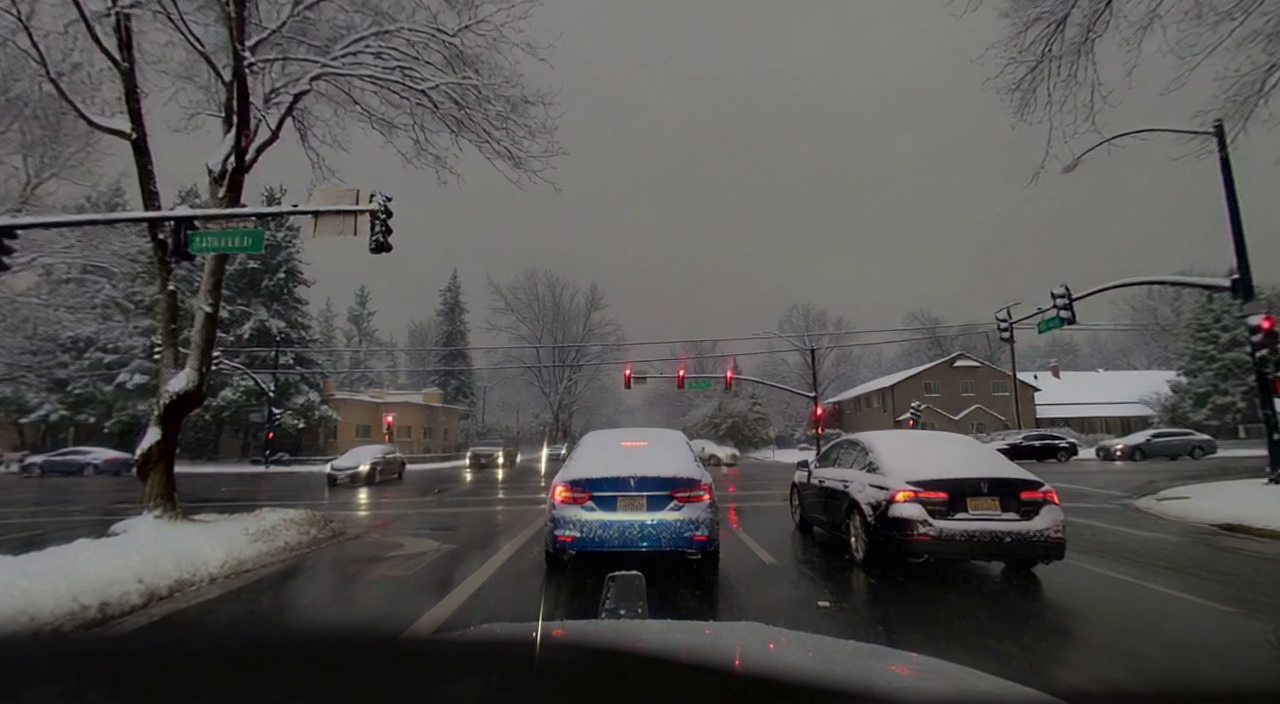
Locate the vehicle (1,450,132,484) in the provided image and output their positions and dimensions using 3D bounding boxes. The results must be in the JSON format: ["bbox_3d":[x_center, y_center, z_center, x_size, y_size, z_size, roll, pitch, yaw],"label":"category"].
[{"bbox_3d":[-28.113,5.610,31.055,4.538,1.591,1.949,0,-8,1],"label":"vehicle"}]

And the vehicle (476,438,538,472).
[{"bbox_3d":[-7.421,5.787,35.779,2.383,1.779,4.973,0,-8,1],"label":"vehicle"}]

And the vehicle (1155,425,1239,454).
[{"bbox_3d":[41.712,6.579,47.343,4.388,2.079,1.960,0,-8,-2],"label":"vehicle"}]

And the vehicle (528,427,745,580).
[{"bbox_3d":[-0.054,1.783,8.254,2.103,1.478,4.073,0,-8,-1],"label":"vehicle"}]

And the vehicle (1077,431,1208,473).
[{"bbox_3d":[23.992,4.773,30.299,4.520,1.762,2.005,-2,-8,-1],"label":"vehicle"}]

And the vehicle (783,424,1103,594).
[{"bbox_3d":[3.187,1.715,7.771,1.913,1.505,4.097,0,-8,0],"label":"vehicle"}]

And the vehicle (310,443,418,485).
[{"bbox_3d":[-11.314,4.622,26.413,2.102,1.531,5.072,-1,-8,2],"label":"vehicle"}]

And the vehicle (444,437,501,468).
[{"bbox_3d":[-10.973,6.634,41.822,2.376,1.916,4.899,0,-8,0],"label":"vehicle"}]
